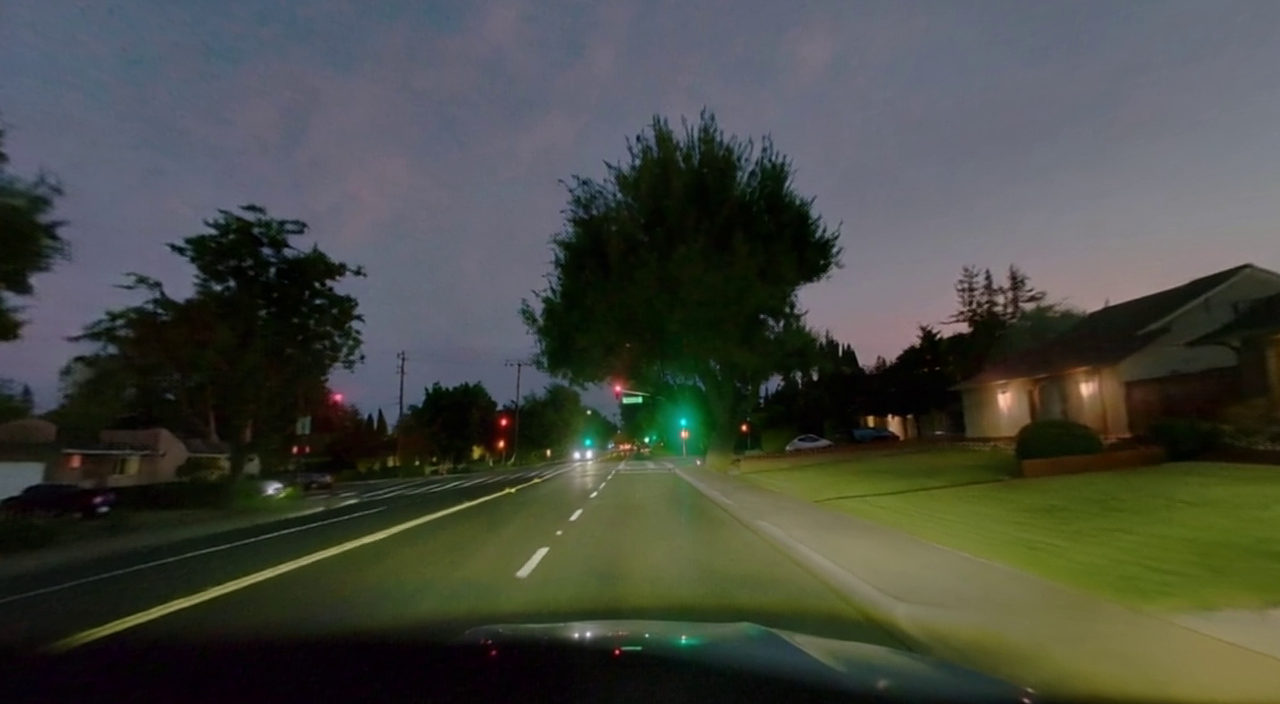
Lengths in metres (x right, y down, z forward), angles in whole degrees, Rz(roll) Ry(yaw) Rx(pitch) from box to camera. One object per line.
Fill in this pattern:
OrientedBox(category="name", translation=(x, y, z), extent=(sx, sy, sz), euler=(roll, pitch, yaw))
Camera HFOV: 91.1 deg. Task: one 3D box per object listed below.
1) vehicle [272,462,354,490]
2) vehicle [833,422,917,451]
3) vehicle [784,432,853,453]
OrientedBox(category="vehicle", translation=(-24.406, 9.242, 46.965), extent=(4.933, 1.792, 2.133), euler=(1, -8, 5))
OrientedBox(category="vehicle", translation=(14.334, 5.228, 38.559), extent=(4.319, 1.700, 2.034), euler=(0, -9, 1))
OrientedBox(category="vehicle", translation=(13.366, 6.800, 47.199), extent=(4.580, 1.534, 1.919), euler=(0, -8, -1))
